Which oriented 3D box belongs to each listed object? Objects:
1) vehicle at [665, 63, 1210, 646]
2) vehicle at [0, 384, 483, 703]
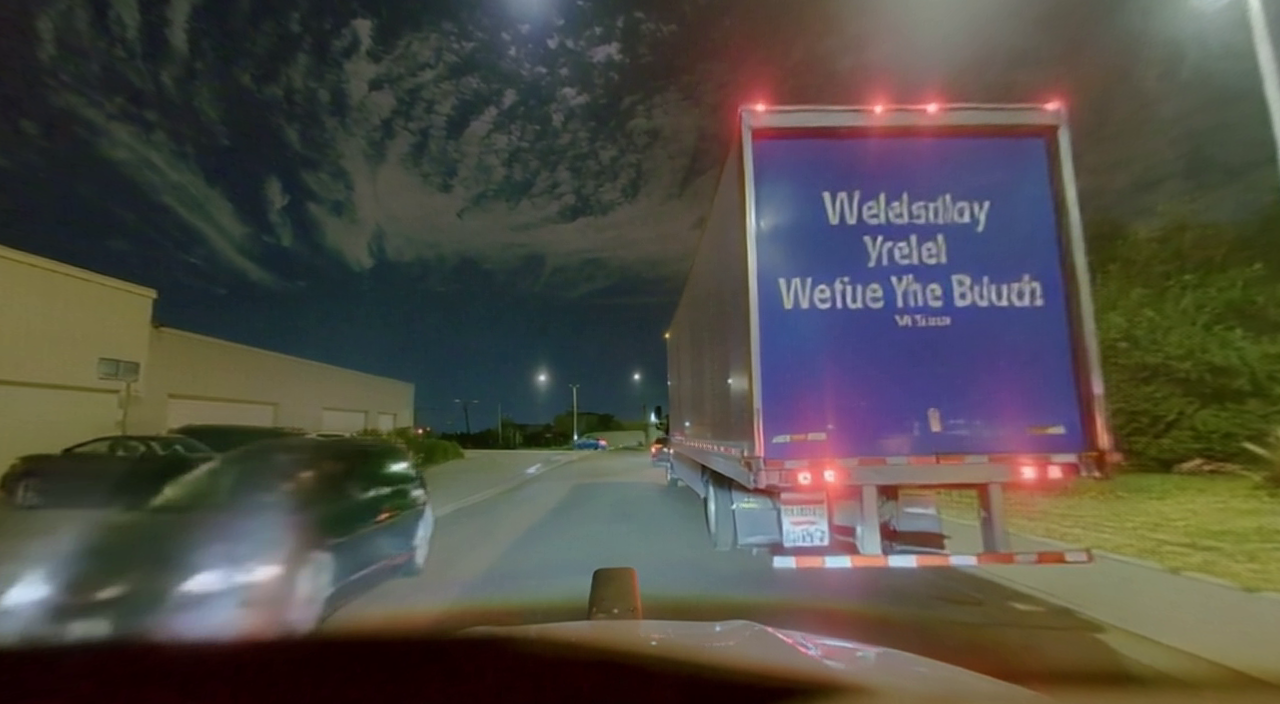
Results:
[{"bbox_3d":[2.254,0.878,11.579,2.865,4.113,14.471,0,-8,0],"label":"vehicle"},{"bbox_3d":[-2.583,1.163,4.820,1.780,1.488,4.043,0,-8,-1],"label":"vehicle"}]
